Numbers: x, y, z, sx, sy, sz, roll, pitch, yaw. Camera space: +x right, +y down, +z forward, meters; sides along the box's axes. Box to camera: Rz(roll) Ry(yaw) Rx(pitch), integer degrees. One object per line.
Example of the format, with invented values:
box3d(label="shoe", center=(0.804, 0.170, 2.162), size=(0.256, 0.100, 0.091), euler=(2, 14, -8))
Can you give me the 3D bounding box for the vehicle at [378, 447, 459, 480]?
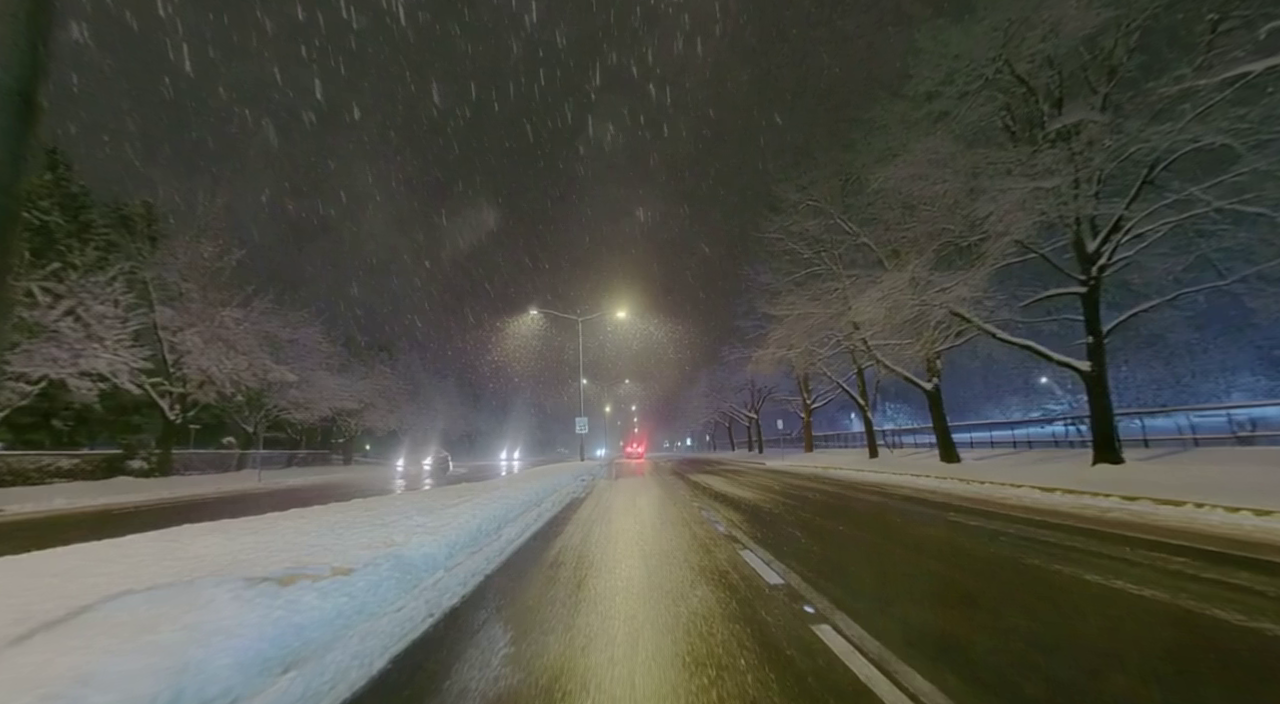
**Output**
box3d(label="vehicle", center=(-10.803, 5.461, 31.202), size=(2.173, 1.460, 4.661), euler=(-1, -8, 2))
